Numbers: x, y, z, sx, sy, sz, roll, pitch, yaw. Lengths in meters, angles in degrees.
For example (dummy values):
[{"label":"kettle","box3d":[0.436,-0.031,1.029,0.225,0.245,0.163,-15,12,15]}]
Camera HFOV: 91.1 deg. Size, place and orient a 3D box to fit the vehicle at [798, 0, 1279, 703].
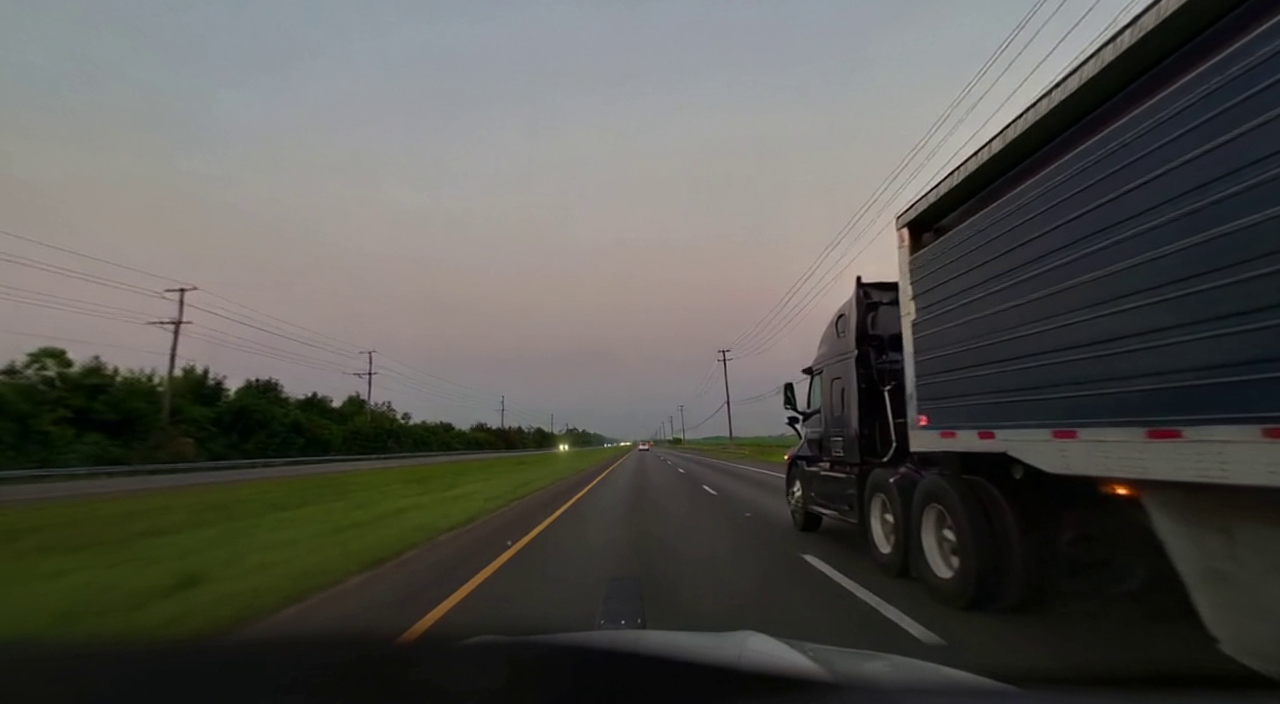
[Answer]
[{"label":"vehicle","box3d":[4.015,0.206,5.354,3.031,3.879,8.478,0,-8,0]}]
